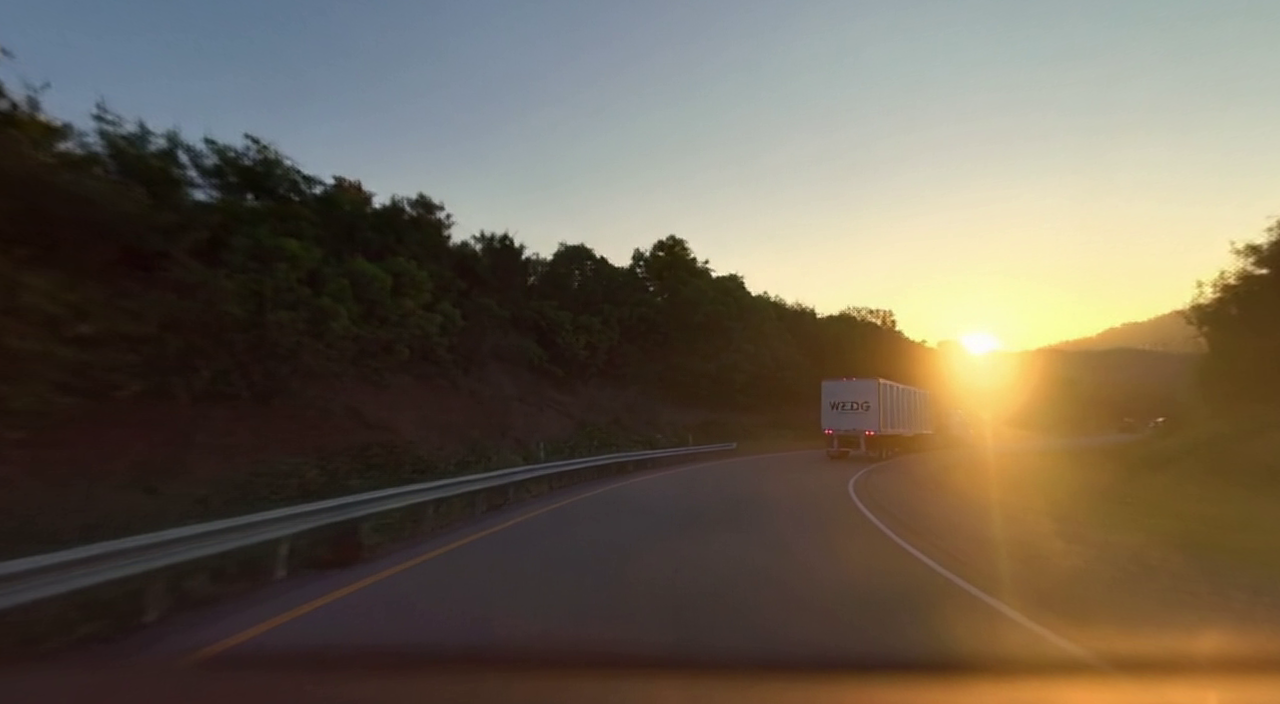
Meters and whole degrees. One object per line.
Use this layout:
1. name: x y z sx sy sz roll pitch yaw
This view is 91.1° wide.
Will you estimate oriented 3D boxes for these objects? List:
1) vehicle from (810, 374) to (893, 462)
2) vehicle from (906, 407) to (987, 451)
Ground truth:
1. vehicle: 9.795 3.085 28.959 2.963 3.771 3.137 -4 -9 28
2. vehicle: 19.238 4.854 39.222 6.650 2.524 2.120 7 -10 -42
